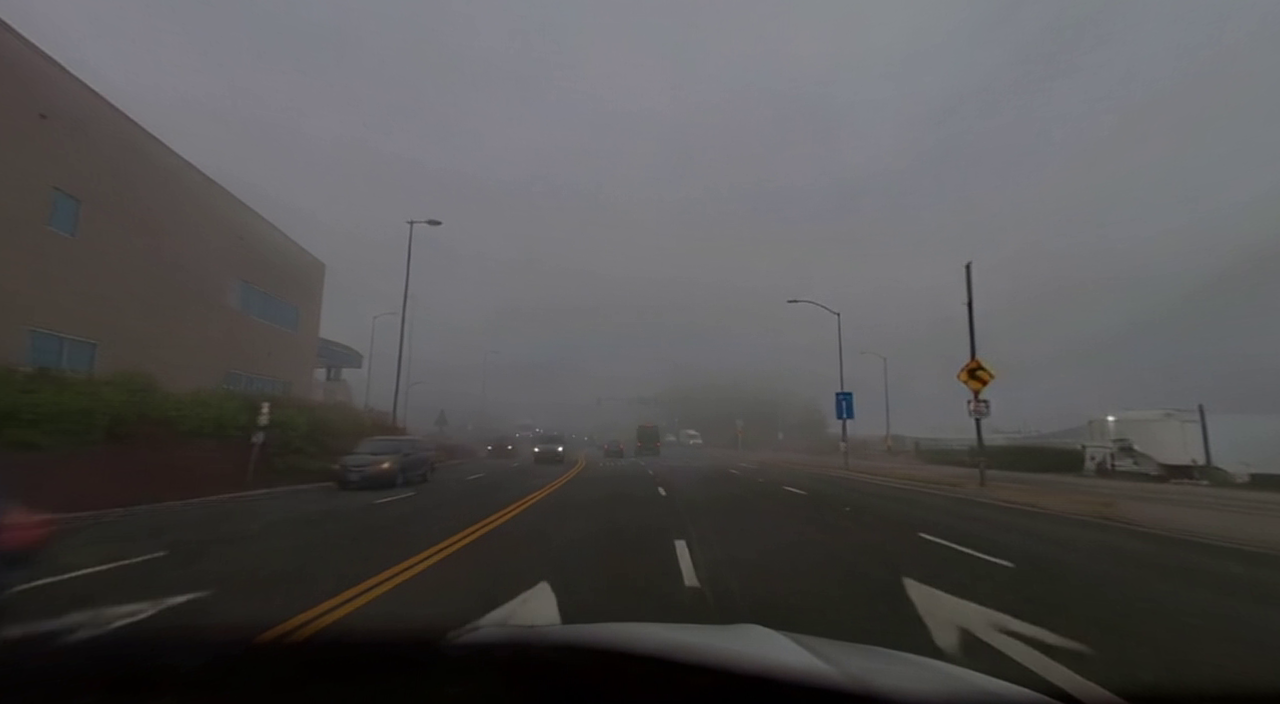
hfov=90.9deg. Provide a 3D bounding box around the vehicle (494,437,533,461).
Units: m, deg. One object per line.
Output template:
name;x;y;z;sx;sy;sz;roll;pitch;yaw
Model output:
vehicle;-8.186;6.307;41.139;1.847;1.501;3.942;0;-8;-2

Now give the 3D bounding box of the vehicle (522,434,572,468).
vehicle;-4.534;4.869;31.138;2.003;1.562;3.862;0;-8;-2

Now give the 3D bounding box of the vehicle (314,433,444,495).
vehicle;-7.050;3.034;17.518;1.922;1.489;3.939;0;-8;0
